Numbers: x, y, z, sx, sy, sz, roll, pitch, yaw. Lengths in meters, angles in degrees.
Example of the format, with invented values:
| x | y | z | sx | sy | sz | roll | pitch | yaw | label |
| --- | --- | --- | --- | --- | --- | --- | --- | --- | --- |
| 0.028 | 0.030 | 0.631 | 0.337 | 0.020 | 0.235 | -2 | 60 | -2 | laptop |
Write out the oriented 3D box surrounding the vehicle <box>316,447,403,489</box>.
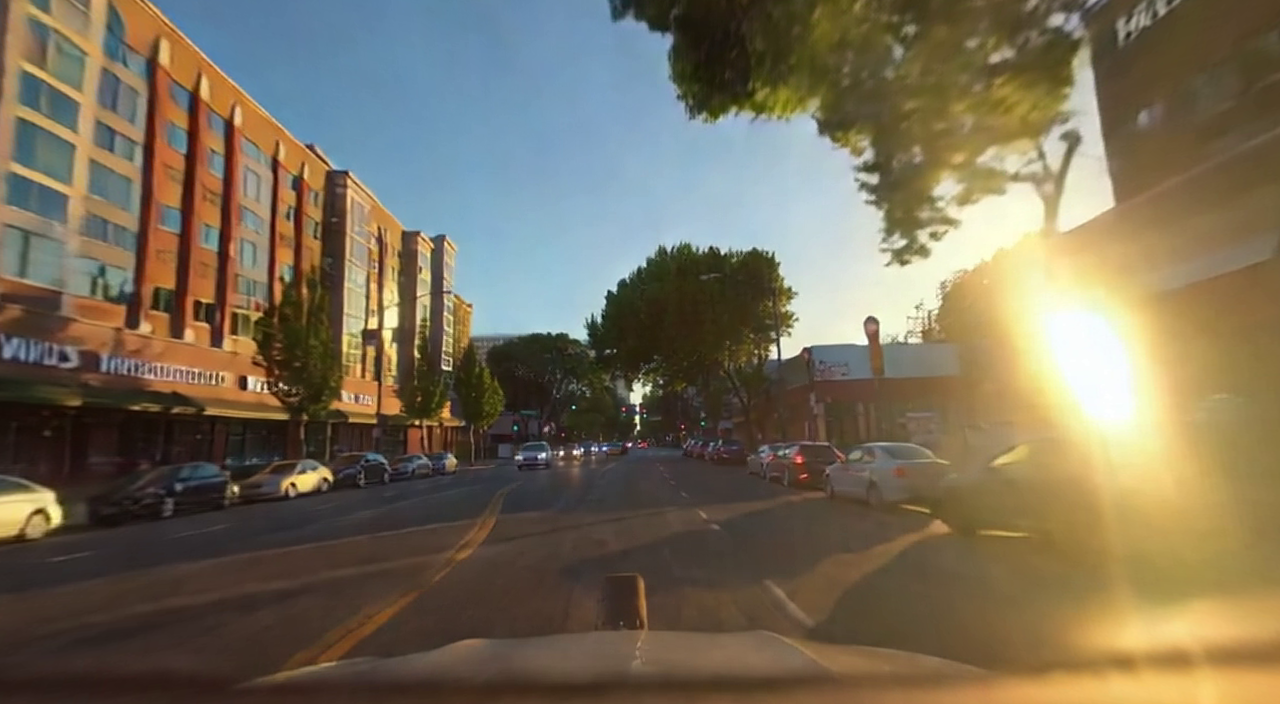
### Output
| x | y | z | sx | sy | sz | roll | pitch | yaw | label |
| --- | --- | --- | --- | --- | --- | --- | --- | --- | --- |
| -12.028 | 4.985 | 27.424 | 1.834 | 1.643 | 4.110 | 0 | -8 | 1 | vehicle |

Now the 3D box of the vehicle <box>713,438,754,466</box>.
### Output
| x | y | z | sx | sy | sz | roll | pitch | yaw | label |
| --- | --- | --- | --- | --- | --- | --- | --- | --- | --- |
| 6.028 | 6.483 | 41.215 | 2.047 | 1.720 | 4.353 | 0 | -8 | 0 | vehicle |

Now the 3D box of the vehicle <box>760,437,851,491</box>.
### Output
| x | y | z | sx | sy | sz | roll | pitch | yaw | label |
| --- | --- | --- | --- | --- | --- | --- | --- | --- | --- |
| 5.548 | 3.806 | 21.801 | 1.899 | 1.642 | 4.463 | 0 | -8 | 0 | vehicle |

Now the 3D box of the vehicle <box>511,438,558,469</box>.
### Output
| x | y | z | sx | sy | sz | roll | pitch | yaw | label |
| --- | --- | --- | --- | --- | --- | --- | --- | --- | --- |
| -6.381 | 6.192 | 38.733 | 2.095 | 1.759 | 4.413 | 0 | -8 | 1 | vehicle |

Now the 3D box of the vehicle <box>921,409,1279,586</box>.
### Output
| x | y | z | sx | sy | sz | roll | pitch | yaw | label |
| --- | --- | --- | --- | --- | --- | --- | --- | --- | --- |
| 6.009 | 1.812 | 8.758 | 1.991 | 1.771 | 4.604 | 0 | -8 | -1 | vehicle |

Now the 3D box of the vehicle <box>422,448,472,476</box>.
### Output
| x | y | z | sx | sy | sz | roll | pitch | yaw | label |
| --- | --- | --- | --- | --- | --- | --- | --- | --- | --- |
| -12.156 | 6.916 | 40.103 | 1.894 | 1.654 | 3.944 | 0 | -8 | 0 | vehicle |

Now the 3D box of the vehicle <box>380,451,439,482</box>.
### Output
| x | y | z | sx | sy | sz | roll | pitch | yaw | label |
| --- | --- | --- | --- | --- | --- | --- | --- | --- | --- |
| -12.464 | 6.187 | 34.406 | 1.774 | 1.570 | 3.900 | 0 | -8 | 0 | vehicle |

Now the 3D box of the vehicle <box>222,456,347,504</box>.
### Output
| x | y | z | sx | sy | sz | roll | pitch | yaw | label |
| --- | --- | --- | --- | --- | --- | --- | --- | --- | --- |
| -12.531 | 4.504 | 22.669 | 1.868 | 1.418 | 4.415 | -2 | -9 | 1 | vehicle |

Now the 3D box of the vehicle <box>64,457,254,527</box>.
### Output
| x | y | z | sx | sy | sz | roll | pitch | yaw | label |
| --- | --- | --- | --- | --- | --- | --- | --- | --- | --- |
| -12.494 | 3.613 | 16.816 | 1.800 | 1.532 | 4.110 | 0 | -8 | 0 | vehicle |

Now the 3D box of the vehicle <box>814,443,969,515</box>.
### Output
| x | y | z | sx | sy | sz | roll | pitch | yaw | label |
| --- | --- | --- | --- | --- | --- | --- | --- | --- | --- |
| 5.831 | 2.955 | 15.363 | 1.787 | 1.463 | 4.506 | 0 | -8 | -2 | vehicle |
